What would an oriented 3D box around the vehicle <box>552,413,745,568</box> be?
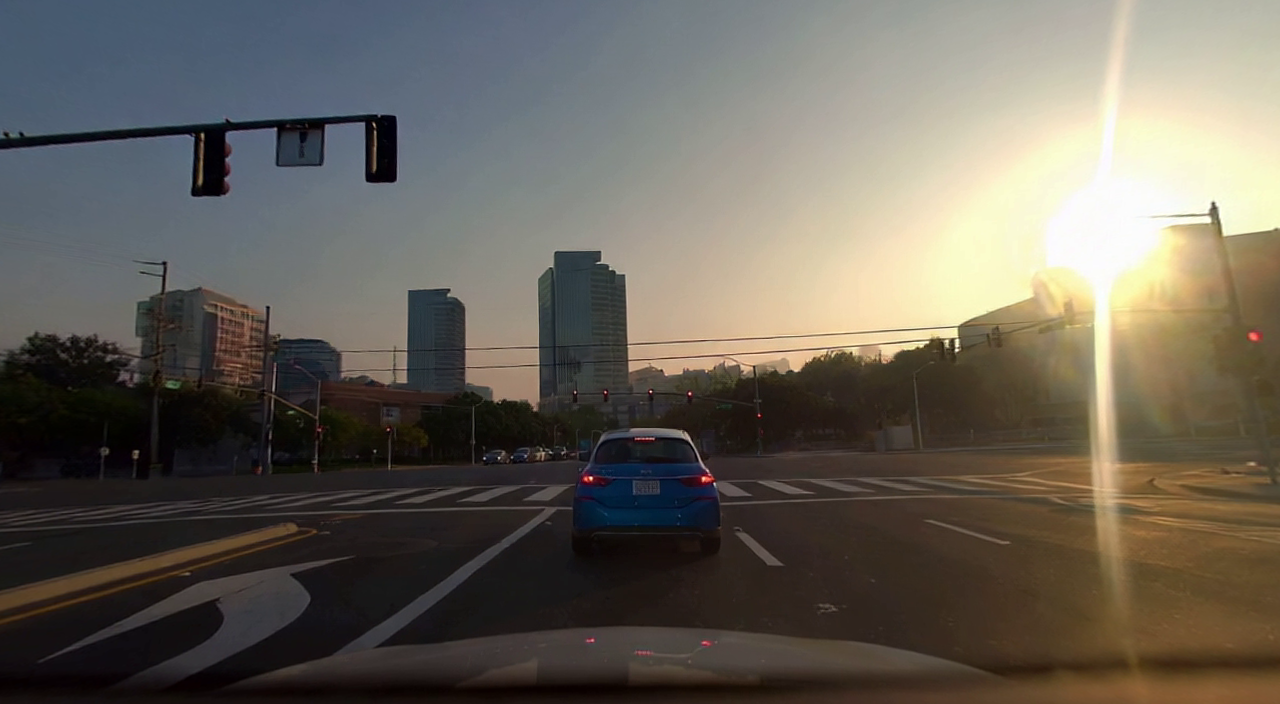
[{"bbox_3d":[0.048,1.755,8.710,2.027,1.626,3.942,0,-8,-1],"label":"vehicle"}]
